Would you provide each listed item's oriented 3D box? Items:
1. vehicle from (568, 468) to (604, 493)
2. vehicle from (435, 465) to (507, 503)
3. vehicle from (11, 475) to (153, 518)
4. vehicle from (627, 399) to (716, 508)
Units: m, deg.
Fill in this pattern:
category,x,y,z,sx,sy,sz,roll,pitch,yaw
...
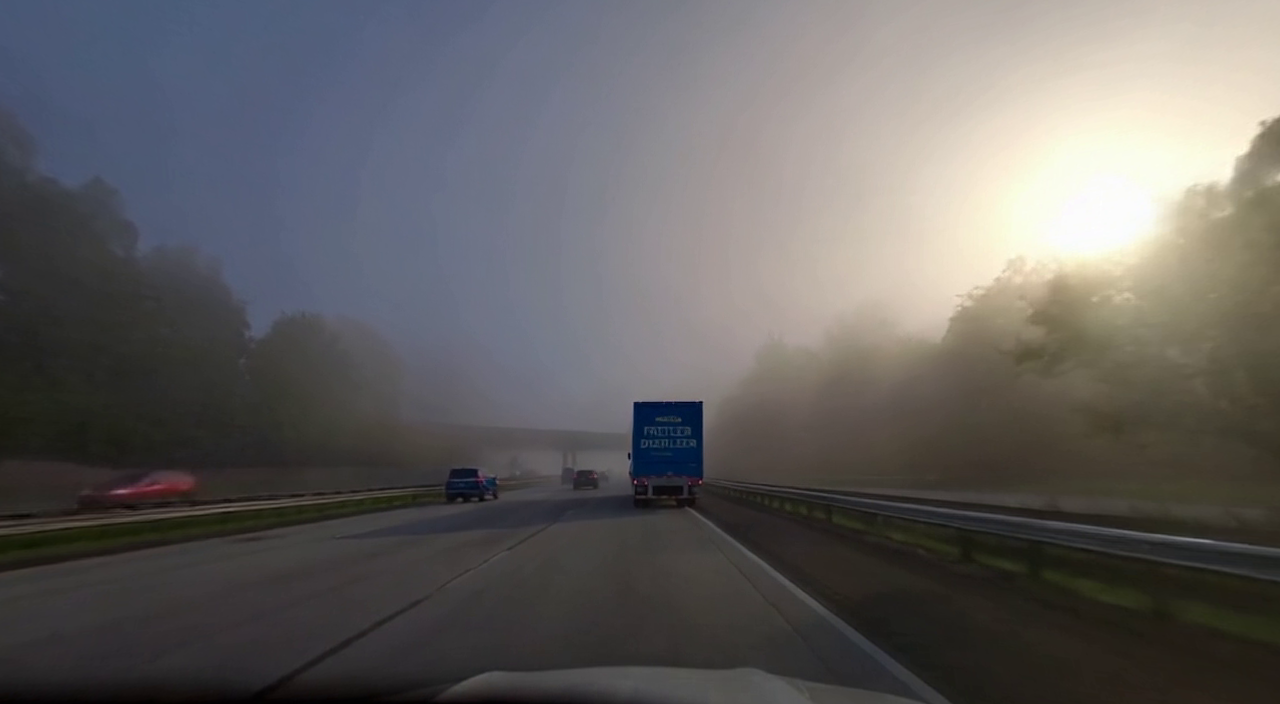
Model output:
category,x,y,z,sx,sy,sz,roll,pitch,yaw
vehicle,-3.617,8.681,42.731,1.978,1.516,4.617,0,-11,1
vehicle,-7.644,6.014,28.967,1.955,1.539,4.650,0,-11,1
vehicle,-21.053,5.444,24.014,1.703,1.443,3.961,1,-11,0
vehicle,1.045,4.500,27.251,2.980,3.834,9.423,1,-11,-2
